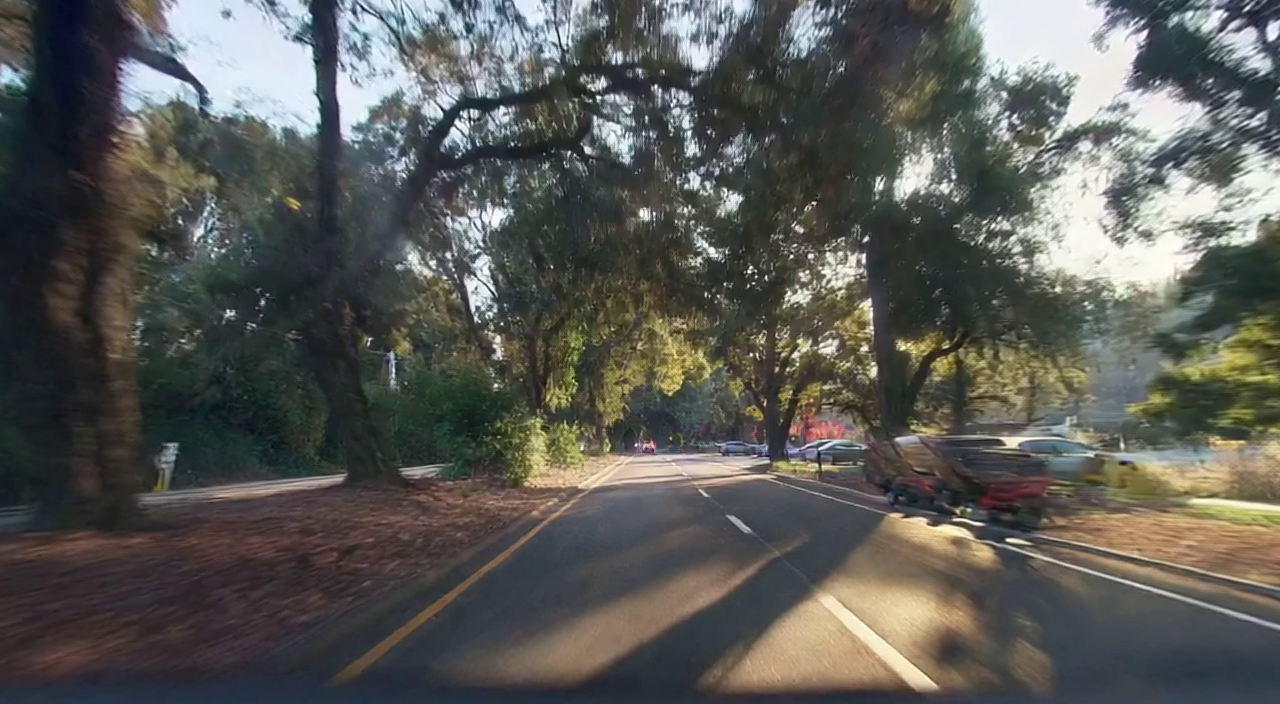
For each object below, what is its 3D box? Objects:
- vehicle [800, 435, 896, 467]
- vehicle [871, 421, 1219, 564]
[{"bbox_3d":[11.342,5.428,34.591,4.493,1.705,2.034,0,-8,0],"label":"vehicle"},{"bbox_3d":[5.313,1.882,9.257,2.131,1.563,4.435,0,-8,0],"label":"vehicle"}]
